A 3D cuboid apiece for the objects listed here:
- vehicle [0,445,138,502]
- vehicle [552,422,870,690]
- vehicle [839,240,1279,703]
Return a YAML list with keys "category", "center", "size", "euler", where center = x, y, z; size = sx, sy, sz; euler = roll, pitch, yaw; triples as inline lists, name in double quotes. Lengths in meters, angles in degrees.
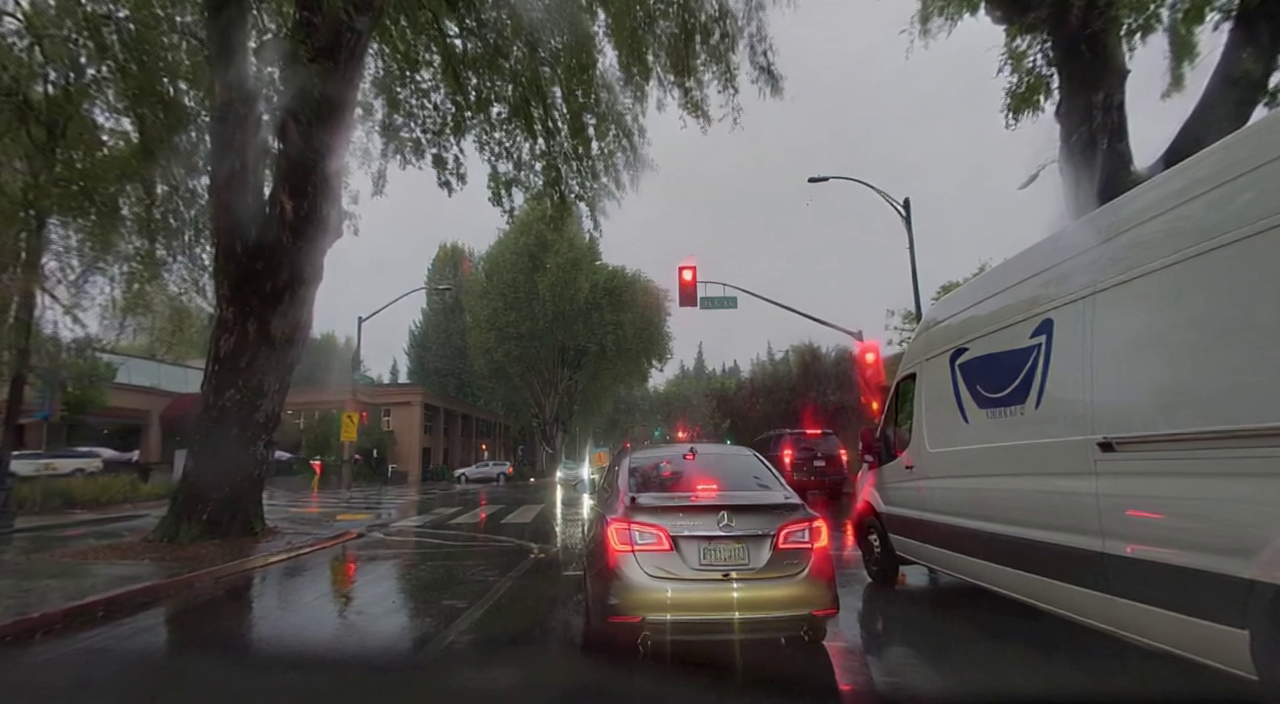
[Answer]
- category: "vehicle"
  center: [-29.534, 6.176, 32.111]
  size: [5.743, 2.738, 2.263]
  euler: [1, -10, 0]
- category: "vehicle"
  center: [0.391, 1.602, 5.792]
  size: [1.961, 1.629, 3.610]
  euler: [1, -10, -2]
- category: "vehicle"
  center: [2.847, 0.909, 2.997]
  size: [2.054, 1.965, 5.248]
  euler: [1, -11, 0]
